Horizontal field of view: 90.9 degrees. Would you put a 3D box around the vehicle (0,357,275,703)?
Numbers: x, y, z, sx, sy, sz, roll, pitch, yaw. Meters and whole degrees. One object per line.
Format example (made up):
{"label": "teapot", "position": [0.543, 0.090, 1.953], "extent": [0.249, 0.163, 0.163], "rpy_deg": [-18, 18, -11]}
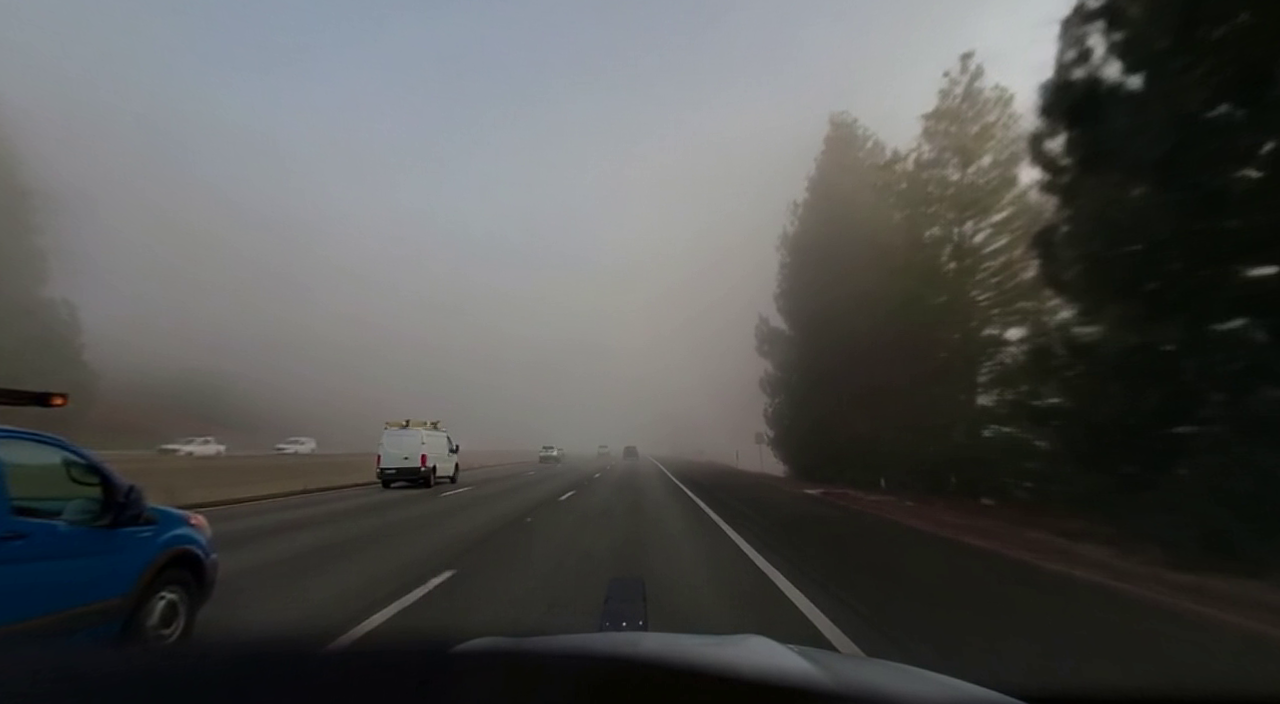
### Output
{"label": "vehicle", "position": [-3.746, 0.792, 2.164], "extent": [2.040, 1.679, 4.865], "rpy_deg": [0, -9, 0]}

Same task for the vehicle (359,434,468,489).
{"label": "vehicle", "position": [-7.874, 3.858, 22.528], "extent": [2.093, 1.752, 4.771], "rpy_deg": [0, -9, 0]}
